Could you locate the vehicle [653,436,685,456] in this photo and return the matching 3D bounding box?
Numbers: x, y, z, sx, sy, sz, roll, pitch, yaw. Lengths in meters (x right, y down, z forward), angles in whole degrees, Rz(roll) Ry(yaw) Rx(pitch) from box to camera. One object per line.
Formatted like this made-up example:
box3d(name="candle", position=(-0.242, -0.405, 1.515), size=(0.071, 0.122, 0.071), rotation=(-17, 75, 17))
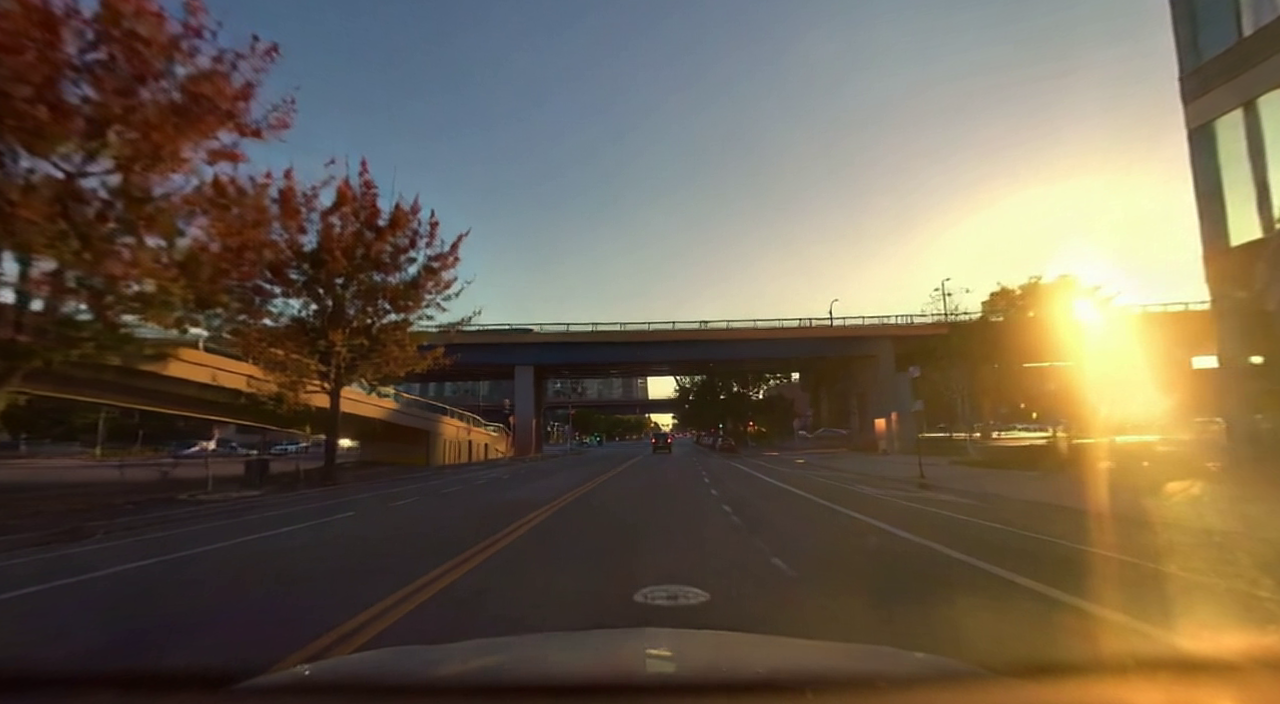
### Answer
box3d(name="vehicle", position=(2.250, 7.115, 47.699), size=(2.280, 1.475, 4.051), rotation=(-1, -8, 4))
